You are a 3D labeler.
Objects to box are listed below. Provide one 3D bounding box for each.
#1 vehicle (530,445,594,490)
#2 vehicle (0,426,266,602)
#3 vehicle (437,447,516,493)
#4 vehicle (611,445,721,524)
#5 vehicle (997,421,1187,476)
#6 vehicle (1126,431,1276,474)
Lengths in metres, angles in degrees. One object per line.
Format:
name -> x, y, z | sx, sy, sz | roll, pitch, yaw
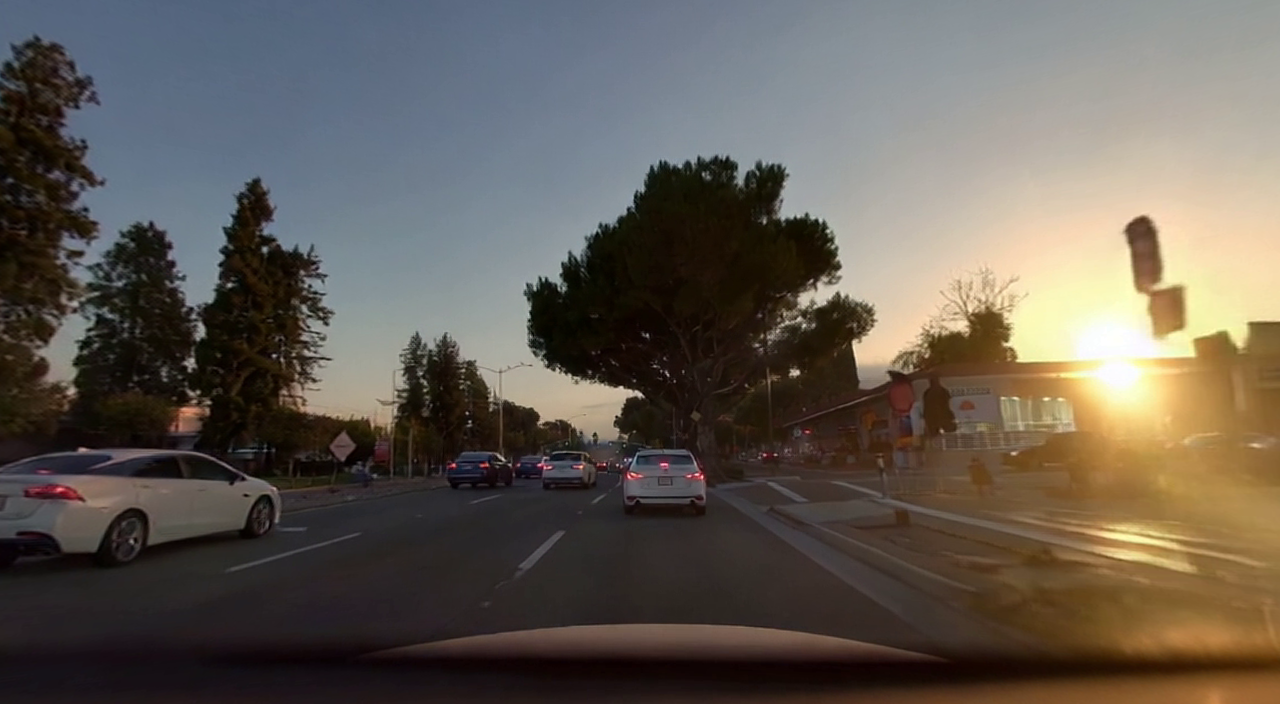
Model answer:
vehicle -> -3.241, 4.925, 27.281 | 2.055, 1.725, 4.732 | 0, -9, 1
vehicle -> -7.050, 1.842, 7.957 | 1.968, 1.657, 4.230 | 0, -9, 1
vehicle -> -6.860, 4.964, 26.976 | 2.032, 1.767, 4.549 | 0, -9, 1
vehicle -> 0.518, 2.831, 14.053 | 2.091, 1.494, 3.962 | 0, -8, 1
vehicle -> 18.003, 3.870, 25.337 | 5.852, 1.962, 2.323 | -8, -11, 41
vehicle -> 22.257, 4.010, 25.136 | 4.220, 1.550, 1.935 | -8, -12, 43
